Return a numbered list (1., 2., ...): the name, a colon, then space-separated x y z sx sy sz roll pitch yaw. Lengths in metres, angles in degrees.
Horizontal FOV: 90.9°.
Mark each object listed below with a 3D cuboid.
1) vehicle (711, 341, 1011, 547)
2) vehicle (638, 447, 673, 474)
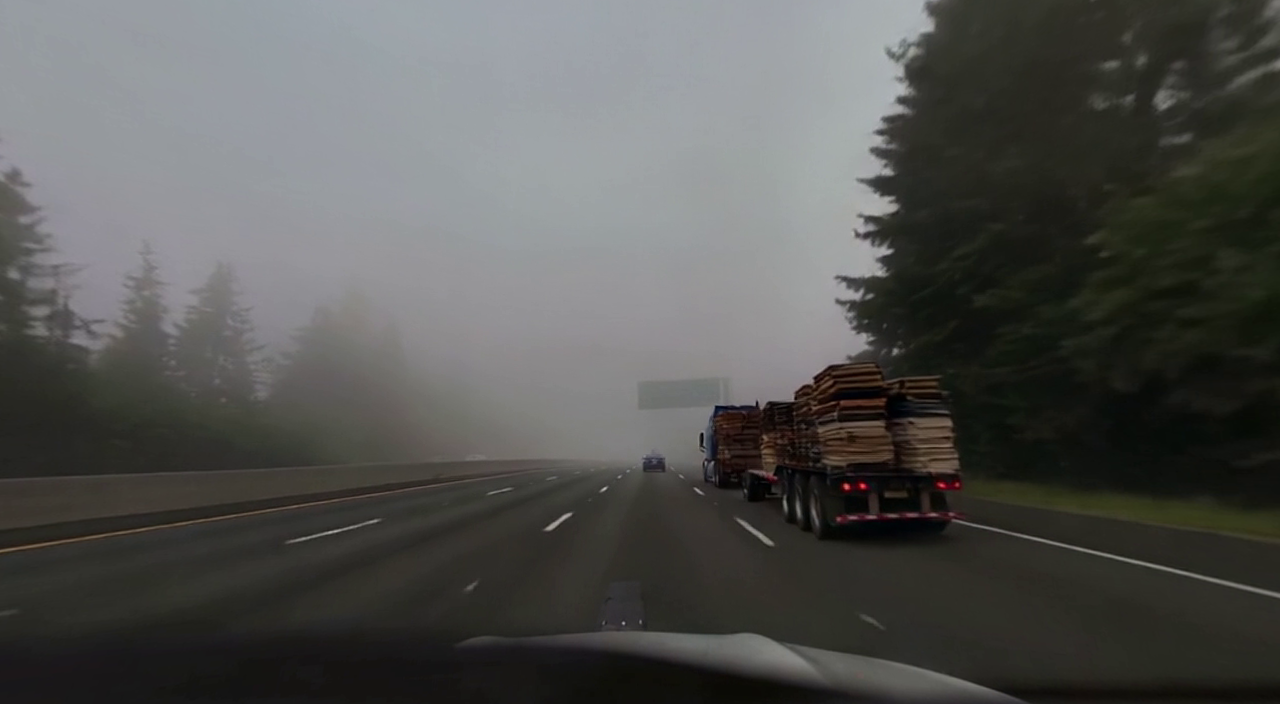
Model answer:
1. vehicle: 4.437 2.771 19.118 2.917 3.179 18.723 0 -8 1
2. vehicle: 0.946 6.693 39.051 2.042 1.528 4.300 0 -8 0
